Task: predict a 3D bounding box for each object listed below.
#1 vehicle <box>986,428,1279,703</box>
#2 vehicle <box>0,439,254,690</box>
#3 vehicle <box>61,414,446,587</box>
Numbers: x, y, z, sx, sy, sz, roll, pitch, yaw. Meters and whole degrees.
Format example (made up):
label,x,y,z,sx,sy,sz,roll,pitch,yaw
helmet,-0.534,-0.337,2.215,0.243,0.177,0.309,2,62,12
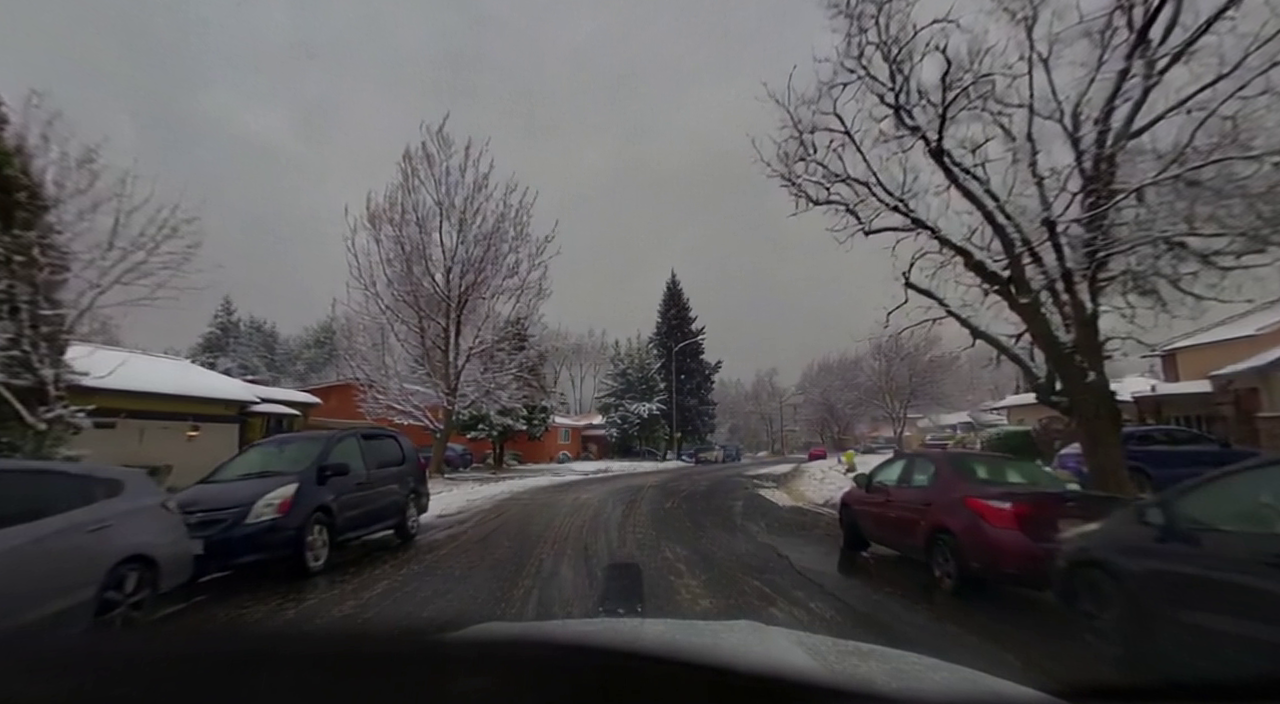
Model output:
label,x,y,z,sx,sy,sz,roll,pitch,yaw
vehicle,3.760,1.043,2.564,1.946,1.484,4.654,0,-8,-2
vehicle,-4.765,1.289,3.740,1.925,1.468,5.089,-2,-9,-2
vehicle,-4.909,1.959,9.336,2.409,1.815,5.093,0,-9,0
